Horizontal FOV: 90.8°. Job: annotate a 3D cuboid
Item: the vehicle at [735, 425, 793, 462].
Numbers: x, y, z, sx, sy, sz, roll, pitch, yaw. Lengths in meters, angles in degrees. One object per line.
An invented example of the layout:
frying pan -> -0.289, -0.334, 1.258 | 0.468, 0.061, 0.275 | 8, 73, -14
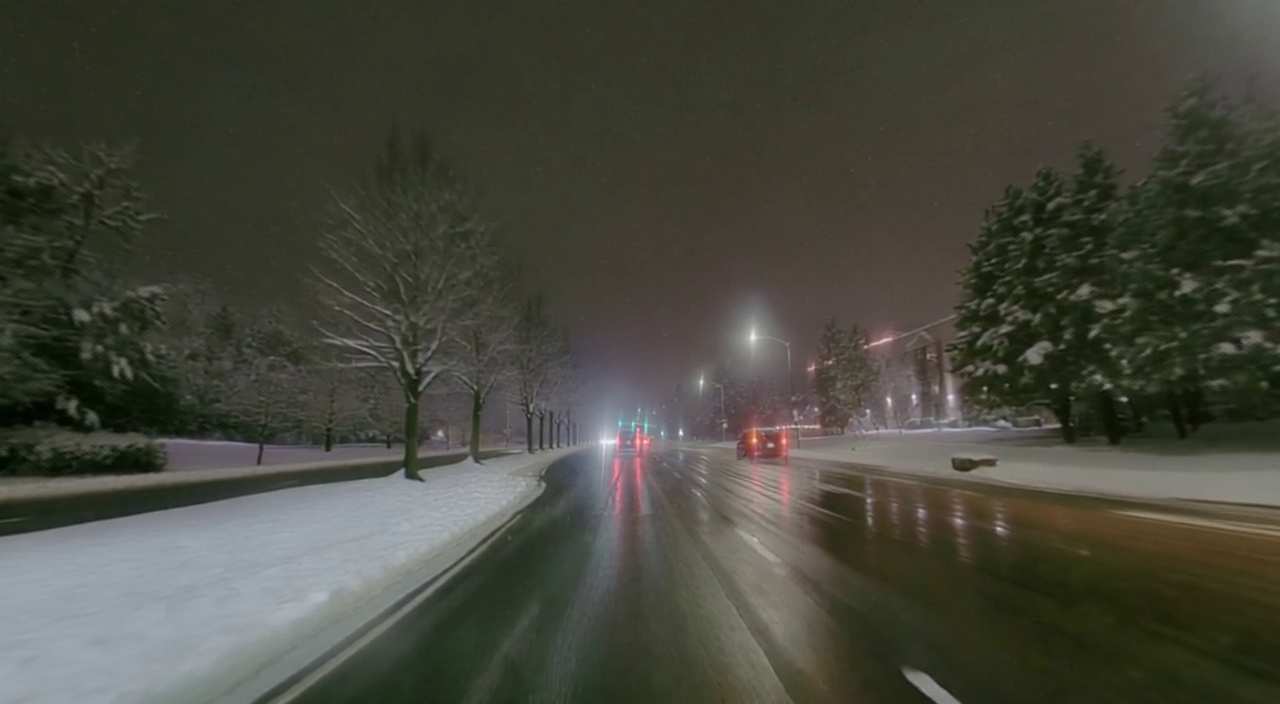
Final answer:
vehicle -> 6.456, 4.855, 33.425 | 2.026, 1.804, 4.565 | 0, -8, -1

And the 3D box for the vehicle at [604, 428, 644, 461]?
vehicle -> -0.954, 5.461, 37.339 | 2.193, 1.794, 4.457 | 0, -8, -1
